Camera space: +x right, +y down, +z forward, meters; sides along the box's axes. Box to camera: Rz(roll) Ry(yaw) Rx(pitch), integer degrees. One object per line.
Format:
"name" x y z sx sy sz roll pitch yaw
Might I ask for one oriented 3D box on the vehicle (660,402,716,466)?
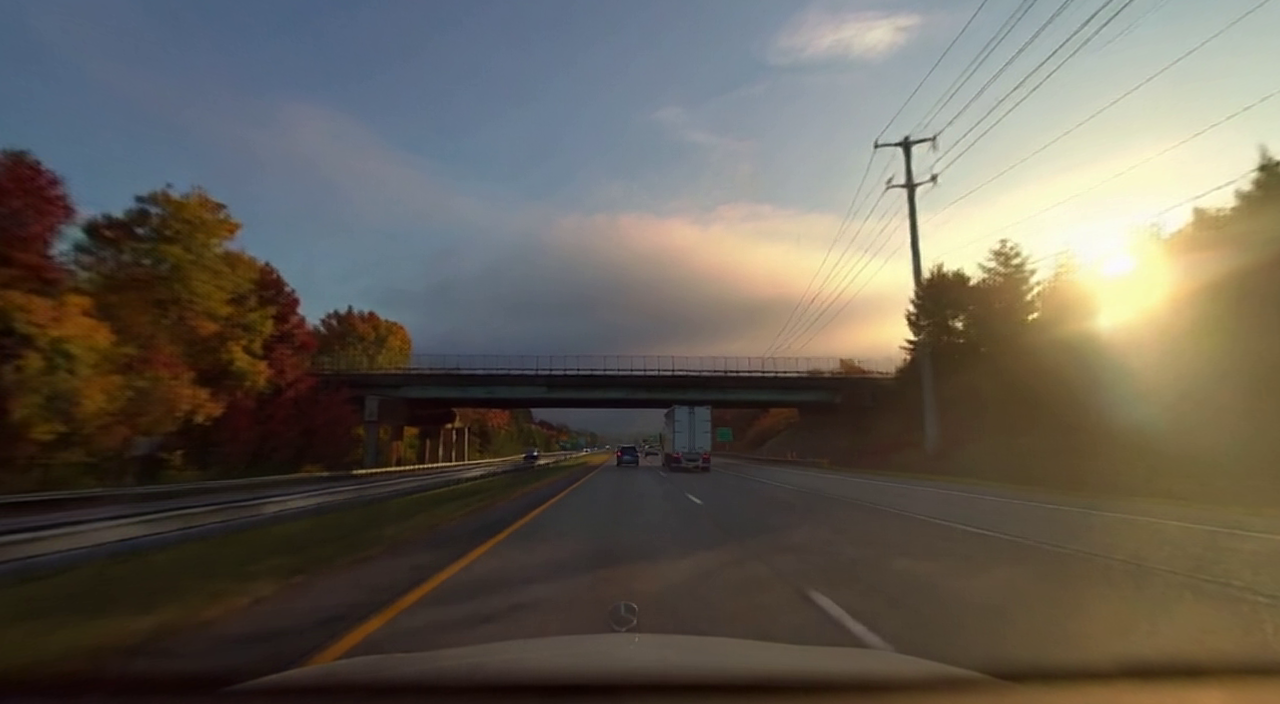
"vehicle" 3.450 6.599 49.246 2.956 4.281 14.327 0 -9 -1

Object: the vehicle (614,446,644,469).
"vehicle" -0.745 7.062 42.099 1.961 1.454 3.755 0 -9 -1
